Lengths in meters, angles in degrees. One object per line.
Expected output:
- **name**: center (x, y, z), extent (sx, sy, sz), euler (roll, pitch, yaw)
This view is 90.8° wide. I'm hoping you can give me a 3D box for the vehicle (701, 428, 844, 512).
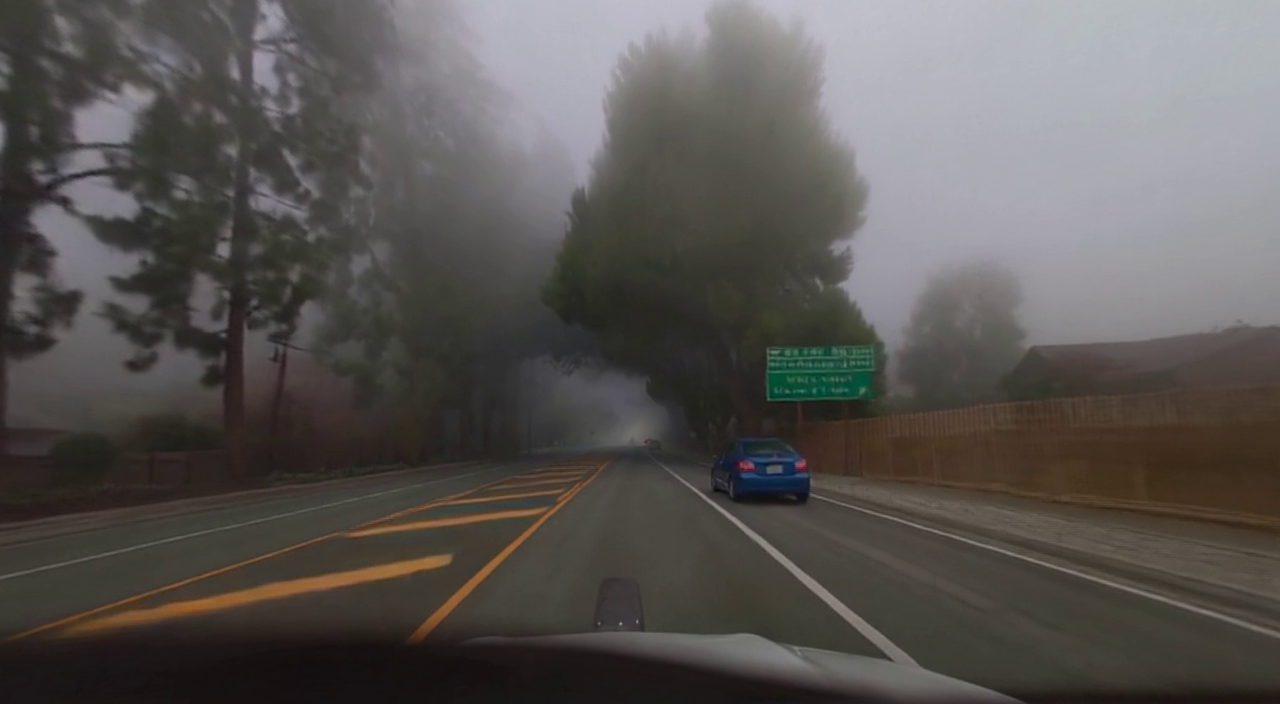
- **vehicle**: center (2.560, 2.385, 13.315), extent (1.991, 1.476, 4.153), euler (0, -8, -2)
